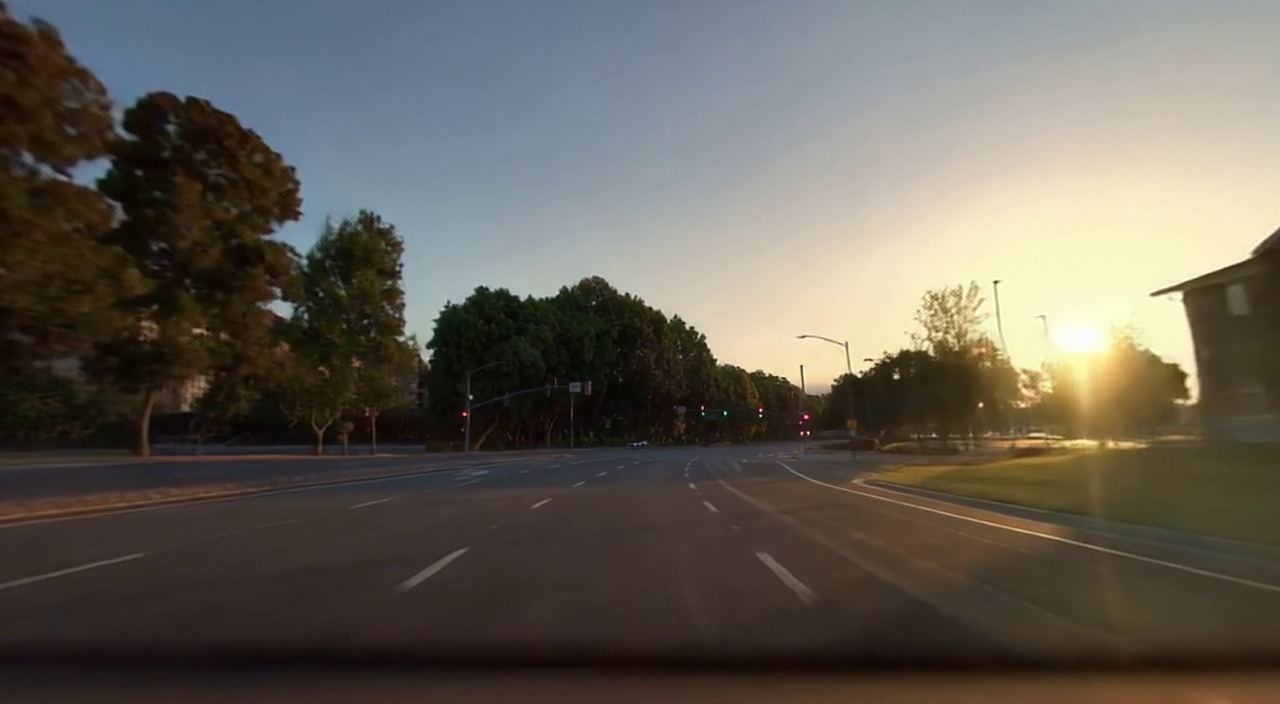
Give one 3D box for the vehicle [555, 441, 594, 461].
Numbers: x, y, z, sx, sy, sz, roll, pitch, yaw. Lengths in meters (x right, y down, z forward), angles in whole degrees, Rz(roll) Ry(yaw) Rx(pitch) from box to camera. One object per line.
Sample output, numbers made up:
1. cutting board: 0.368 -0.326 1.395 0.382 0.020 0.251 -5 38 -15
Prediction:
1. vehicle: -4.957 7.588 48.561 1.893 1.503 4.309 -1 -8 9
